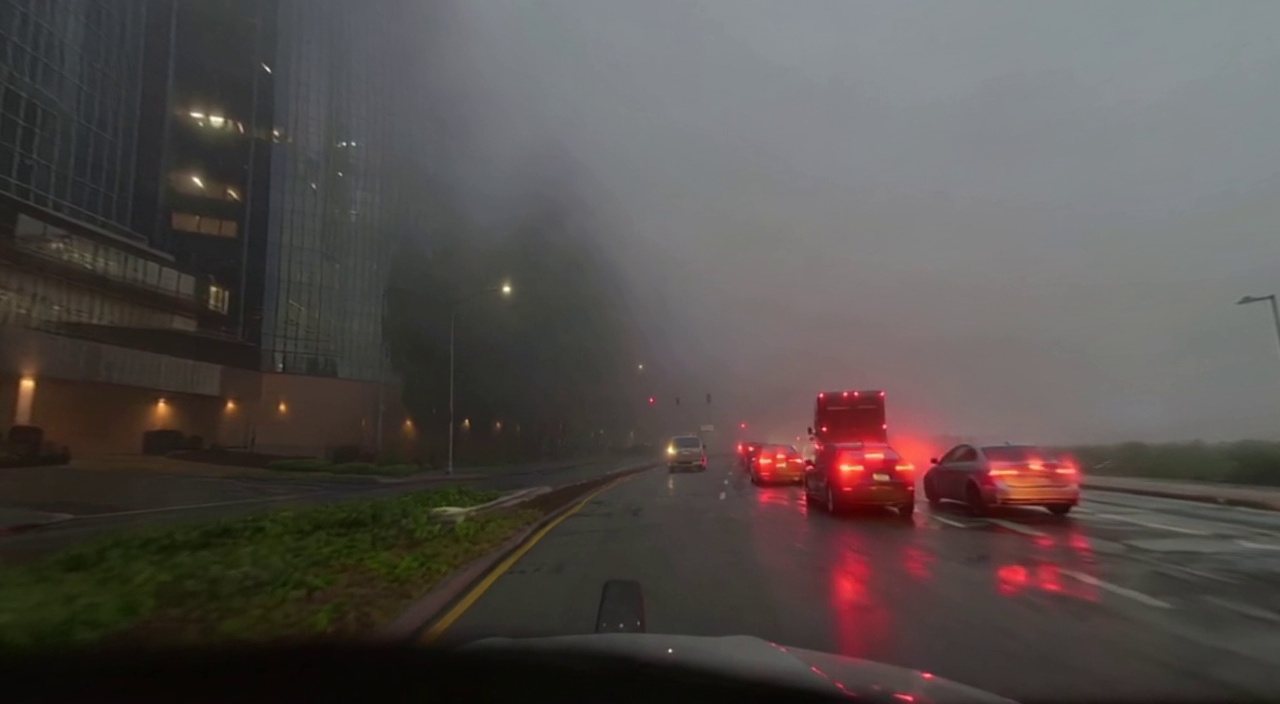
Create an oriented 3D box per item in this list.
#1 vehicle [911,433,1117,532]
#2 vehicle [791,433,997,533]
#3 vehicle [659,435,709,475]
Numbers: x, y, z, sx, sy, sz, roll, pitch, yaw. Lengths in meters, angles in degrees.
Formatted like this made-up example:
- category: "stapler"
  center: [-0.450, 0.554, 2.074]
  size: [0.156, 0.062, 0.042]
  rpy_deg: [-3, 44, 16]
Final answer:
- category: "vehicle"
  center: [7.101, 2.467, 12.548]
  size: [1.983, 1.628, 3.885]
  rpy_deg: [-1, -8, 6]
- category: "vehicle"
  center: [4.480, 2.358, 11.910]
  size: [2.183, 1.553, 3.923]
  rpy_deg: [0, -8, -1]
- category: "vehicle"
  center: [2.141, 4.769, 29.367]
  size: [2.121, 1.728, 4.161]
  rpy_deg: [-1, -8, 7]
